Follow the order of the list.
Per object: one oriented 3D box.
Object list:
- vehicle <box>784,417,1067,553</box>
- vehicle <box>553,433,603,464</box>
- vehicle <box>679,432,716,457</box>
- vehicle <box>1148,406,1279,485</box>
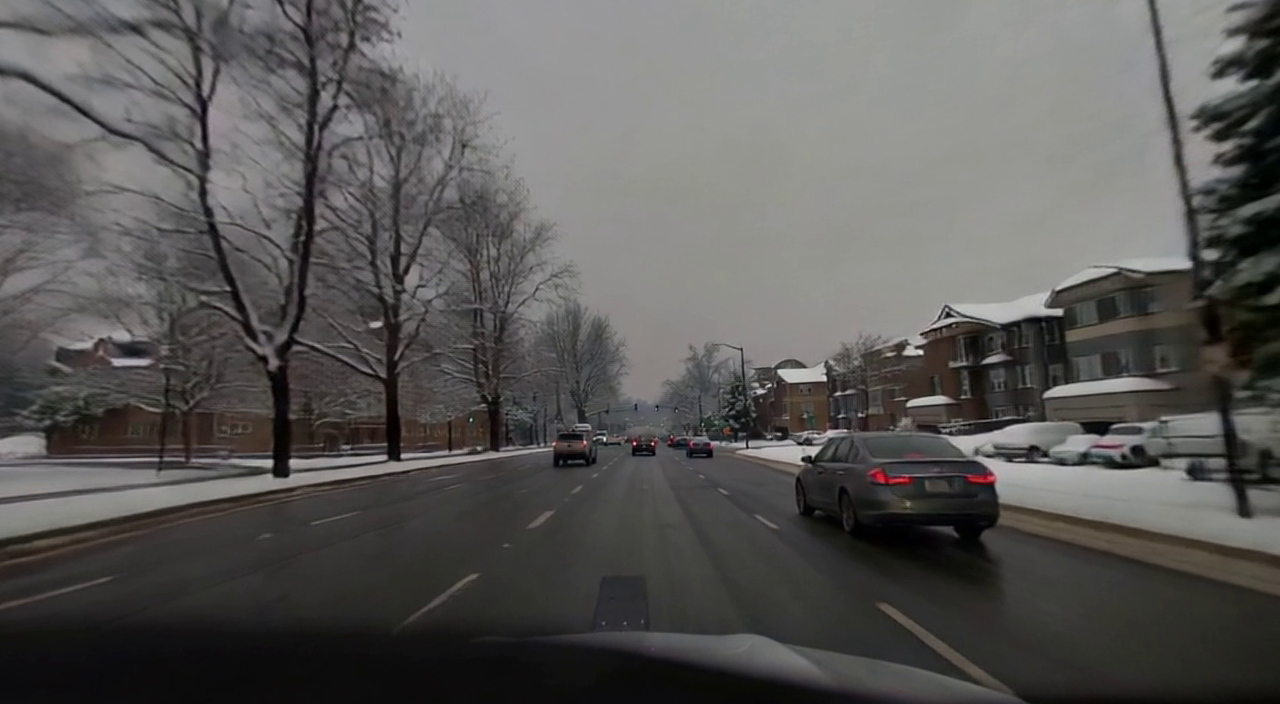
[{"bbox_3d":[3.748,1.836,9.438,2.128,1.502,4.572,0,-8,1],"label":"vehicle"},{"bbox_3d":[-3.205,5.121,33.477,2.049,1.485,4.656,0,-8,1],"label":"vehicle"},{"bbox_3d":[3.975,6.484,44.307,2.137,1.646,4.488,0,-8,0],"label":"vehicle"},{"bbox_3d":[15.666,2.305,15.540,4.410,1.795,2.078,0,-8,-1],"label":"vehicle"}]
